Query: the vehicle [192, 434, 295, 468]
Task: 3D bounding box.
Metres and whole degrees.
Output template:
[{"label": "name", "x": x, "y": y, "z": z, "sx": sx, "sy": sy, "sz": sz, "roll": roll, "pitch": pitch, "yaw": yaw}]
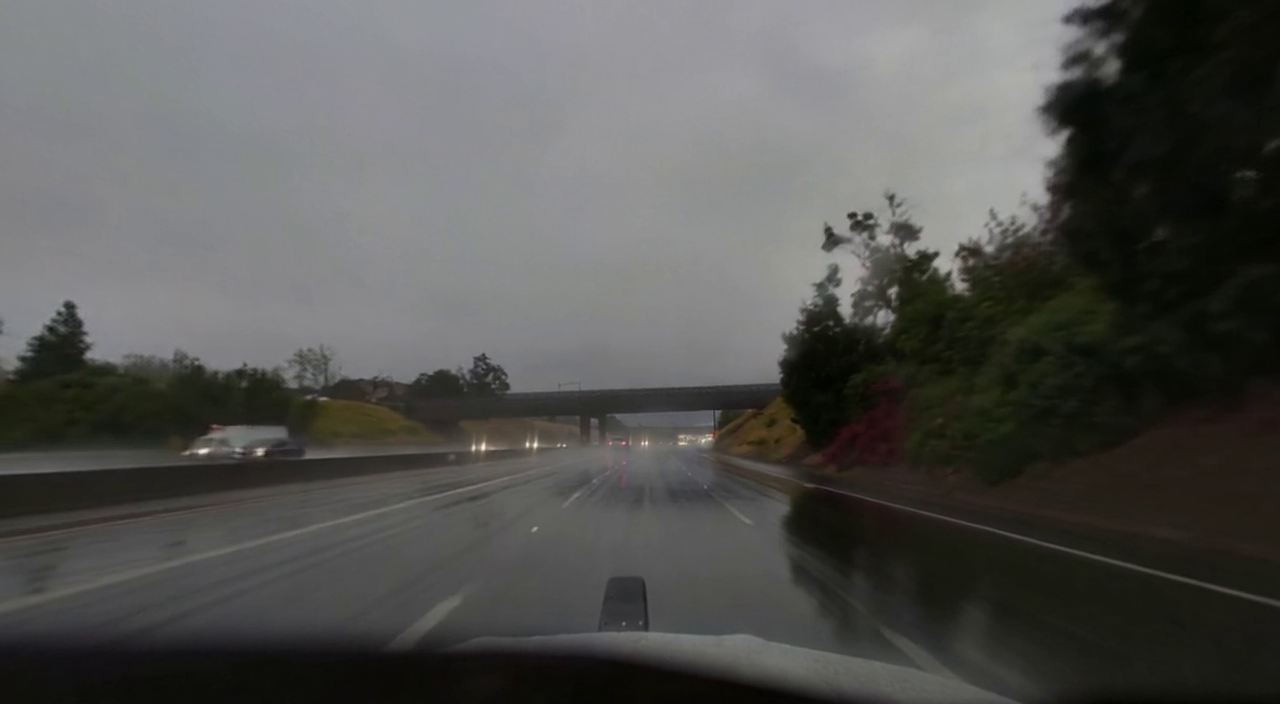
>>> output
[{"label": "vehicle", "x": -24.163, "y": 6.082, "z": 38.792, "sx": 2.342, "sy": 1.928, "sz": 5.955, "roll": 0, "pitch": -9, "yaw": 1}]
